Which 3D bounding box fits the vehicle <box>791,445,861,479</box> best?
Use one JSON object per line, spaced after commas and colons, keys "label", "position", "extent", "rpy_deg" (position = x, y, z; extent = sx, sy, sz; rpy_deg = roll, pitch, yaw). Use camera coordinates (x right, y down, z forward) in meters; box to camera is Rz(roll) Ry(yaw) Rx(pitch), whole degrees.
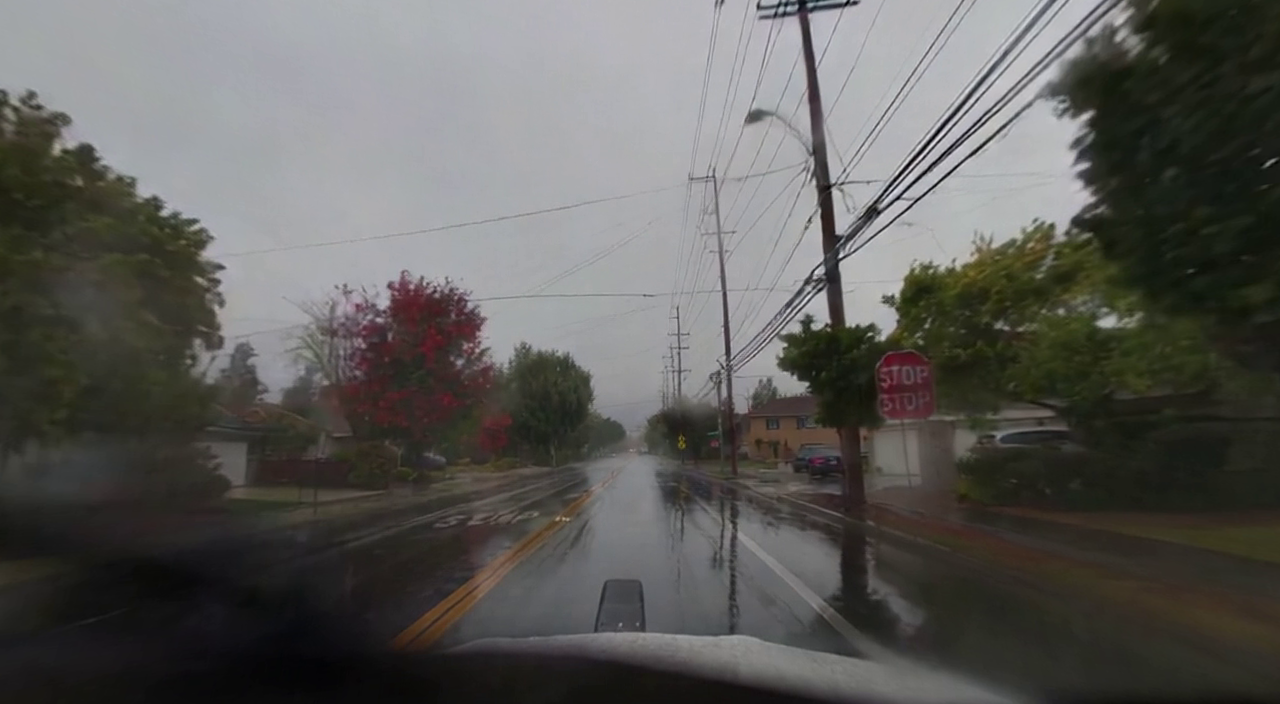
{"label": "vehicle", "position": [8.752, 5.188, 30.154], "extent": [1.811, 1.491, 4.407], "rpy_deg": [0, -9, -2]}

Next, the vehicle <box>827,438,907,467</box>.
{"label": "vehicle", "position": [14.790, 6.605, 41.320], "extent": [4.376, 1.488, 1.962], "rpy_deg": [-4, -10, 0]}

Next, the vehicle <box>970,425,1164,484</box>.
{"label": "vehicle", "position": [15.248, 3.693, 22.868], "extent": [5.188, 1.955, 2.444], "rpy_deg": [-1, -9, 1]}
